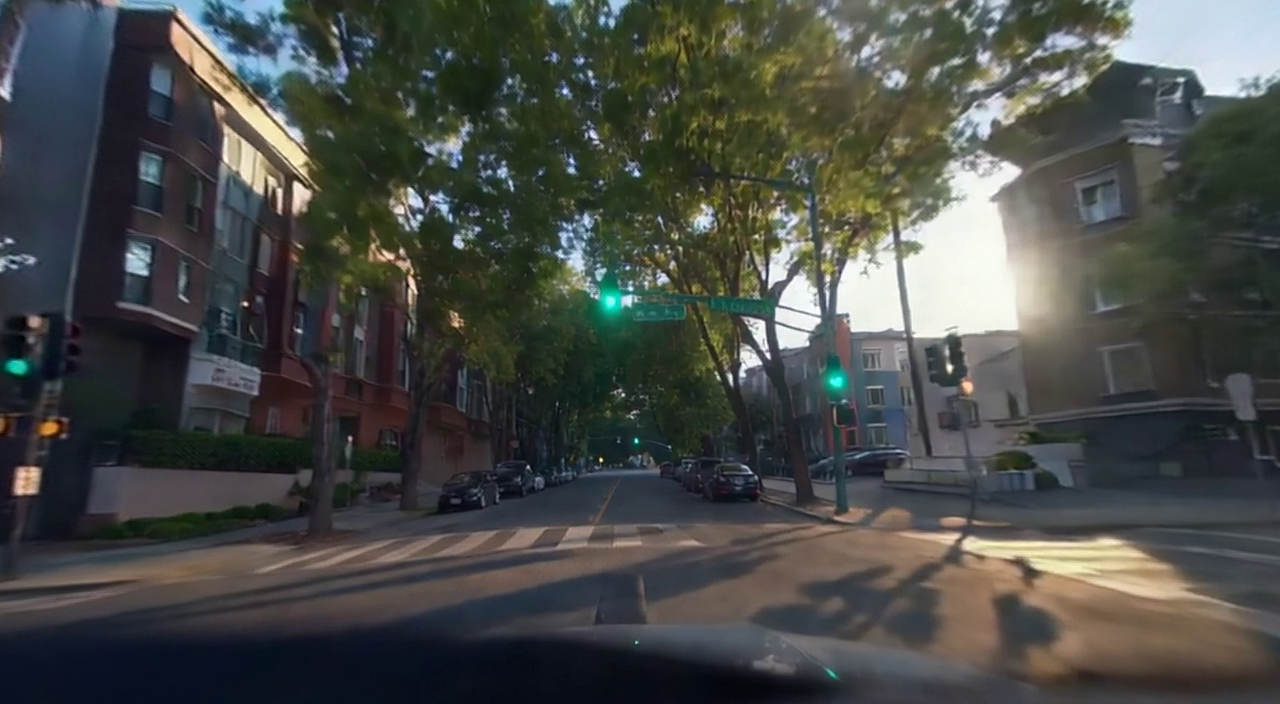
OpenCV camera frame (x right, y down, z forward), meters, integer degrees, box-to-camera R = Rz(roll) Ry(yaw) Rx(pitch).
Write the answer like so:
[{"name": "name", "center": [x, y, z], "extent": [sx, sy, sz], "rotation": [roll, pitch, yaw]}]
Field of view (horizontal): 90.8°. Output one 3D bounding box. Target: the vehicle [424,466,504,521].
[{"name": "vehicle", "center": [-6.648, 5.349, 24.350], "extent": [1.763, 1.612, 4.462], "rotation": [-7, -9, -2]}]

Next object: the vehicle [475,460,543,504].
[{"name": "vehicle", "center": [-6.396, 6.384, 31.357], "extent": [2.175, 1.849, 4.725], "rotation": [-4, -10, 2]}]

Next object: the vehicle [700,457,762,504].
[{"name": "vehicle", "center": [3.640, 5.237, 26.159], "extent": [1.924, 1.657, 4.665], "rotation": [1, -9, 0]}]
